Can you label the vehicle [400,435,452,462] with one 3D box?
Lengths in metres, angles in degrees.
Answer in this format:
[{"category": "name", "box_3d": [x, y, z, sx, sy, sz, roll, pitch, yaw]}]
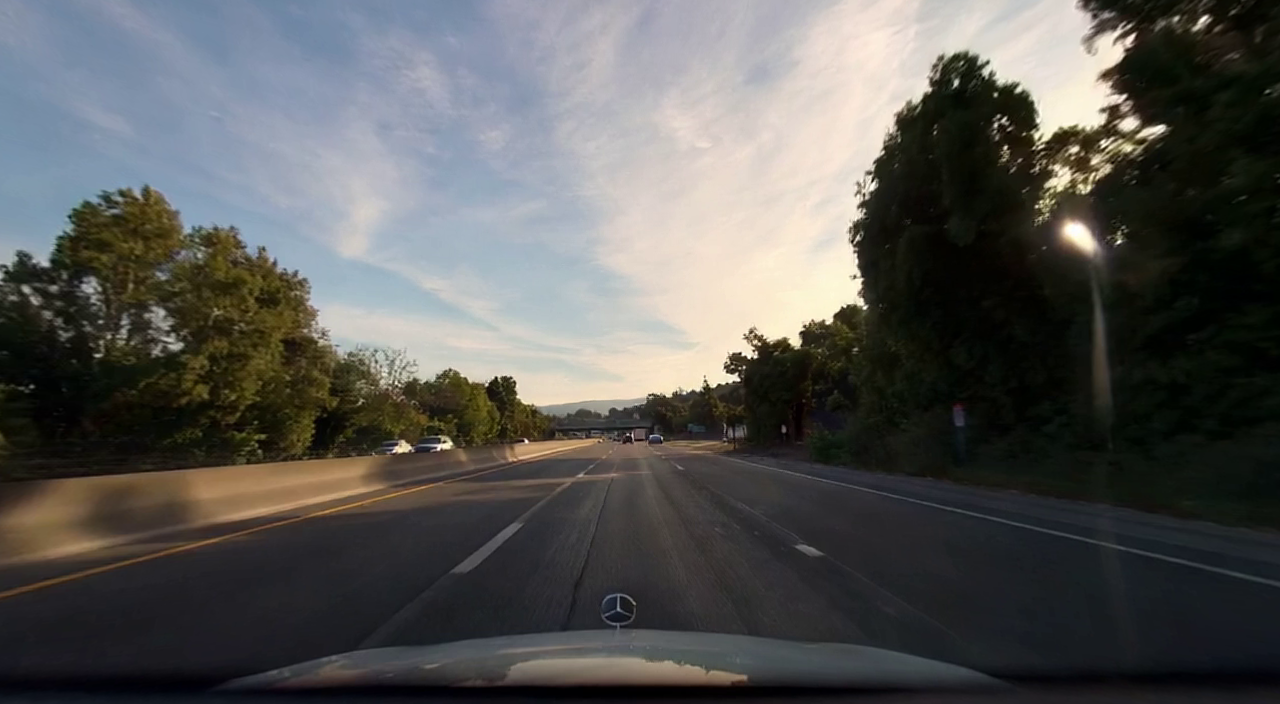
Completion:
[{"category": "vehicle", "box_3d": [-13.235, 5.989, 39.285, 1.864, 1.538, 4.008, 0, -8, -1]}]
